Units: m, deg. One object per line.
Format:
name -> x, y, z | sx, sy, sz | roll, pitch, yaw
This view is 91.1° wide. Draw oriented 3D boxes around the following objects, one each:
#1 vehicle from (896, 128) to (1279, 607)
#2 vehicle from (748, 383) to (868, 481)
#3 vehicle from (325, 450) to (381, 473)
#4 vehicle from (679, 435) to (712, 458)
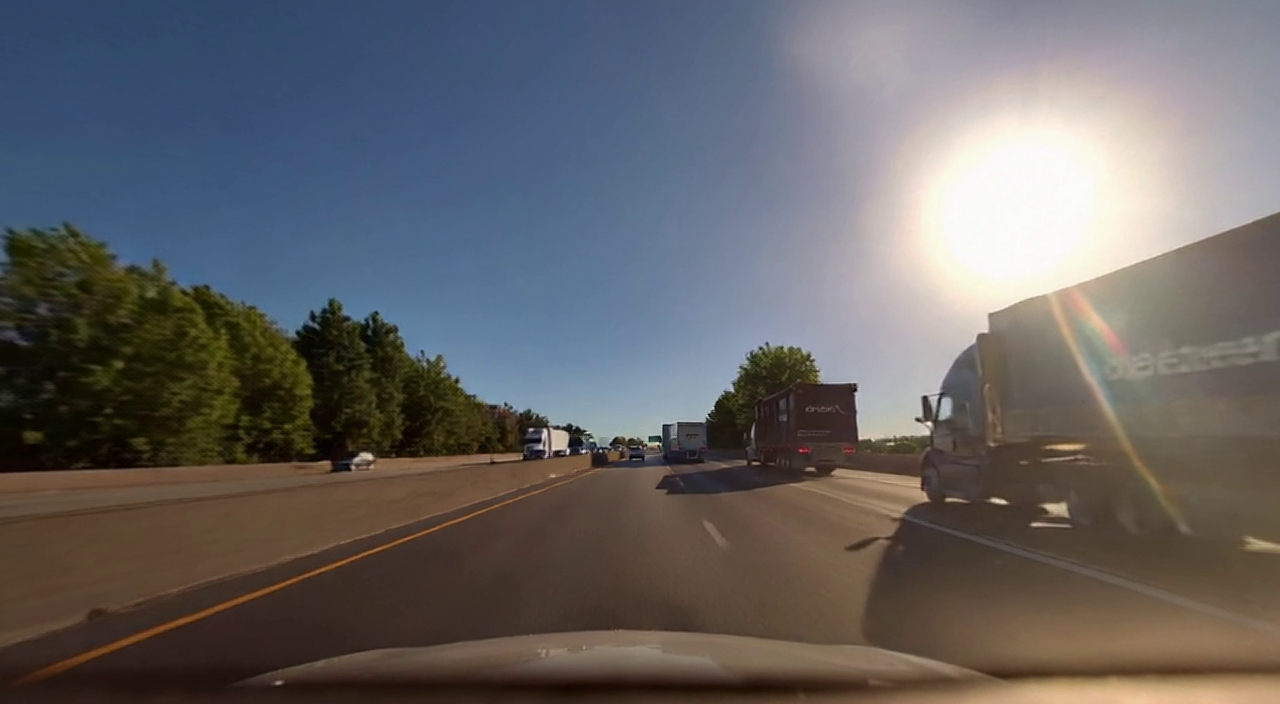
vehicle -> 6.714, 0.483, 7.833 | 2.920, 3.860, 10.035 | 0, -8, 1
vehicle -> 8.164, 4.221, 33.081 | 2.843, 4.053, 13.777 | 0, -8, 2
vehicle -> -20.787, 7.952, 45.772 | 1.820, 1.470, 4.427 | -1, -8, 2
vehicle -> 4.097, 7.081, 47.298 | 2.120, 1.651, 4.639 | 0, -8, 1
